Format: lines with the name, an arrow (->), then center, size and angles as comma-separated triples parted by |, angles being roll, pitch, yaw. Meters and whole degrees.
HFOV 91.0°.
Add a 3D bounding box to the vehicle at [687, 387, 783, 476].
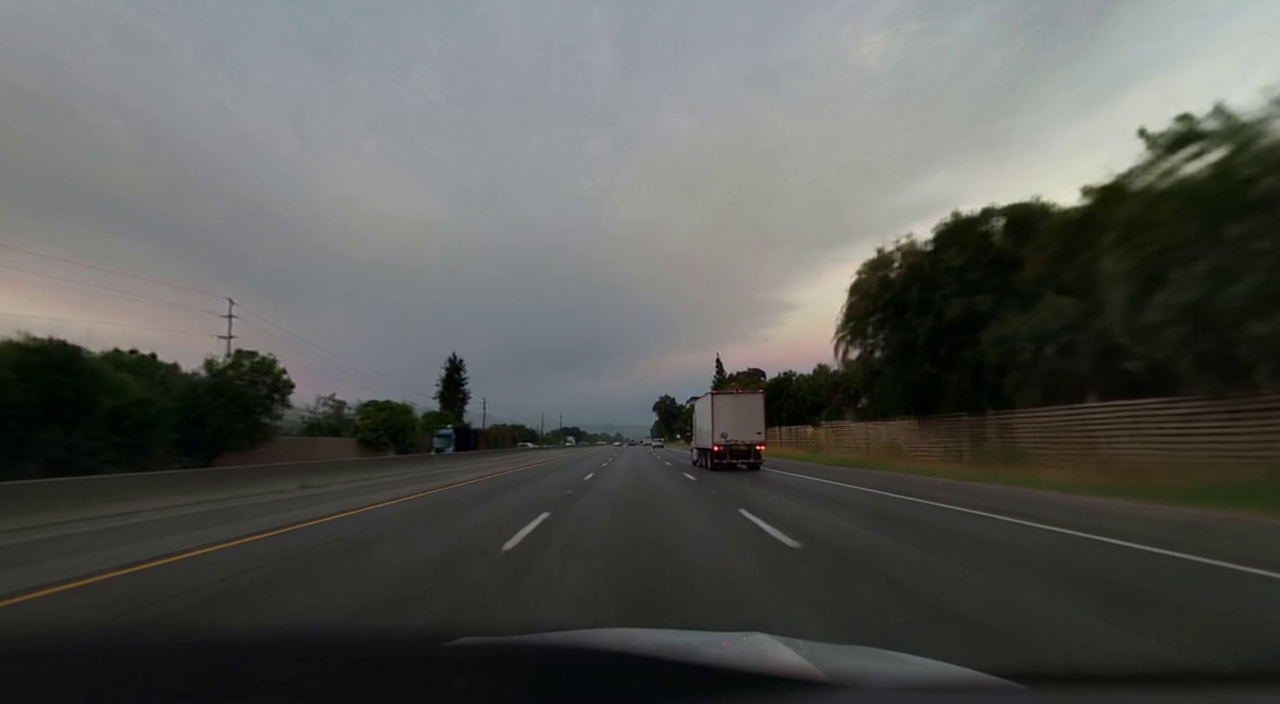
vehicle -> 3.907, 3.556, 27.879 | 2.766, 3.349, 7.796 | 0, -8, -2
